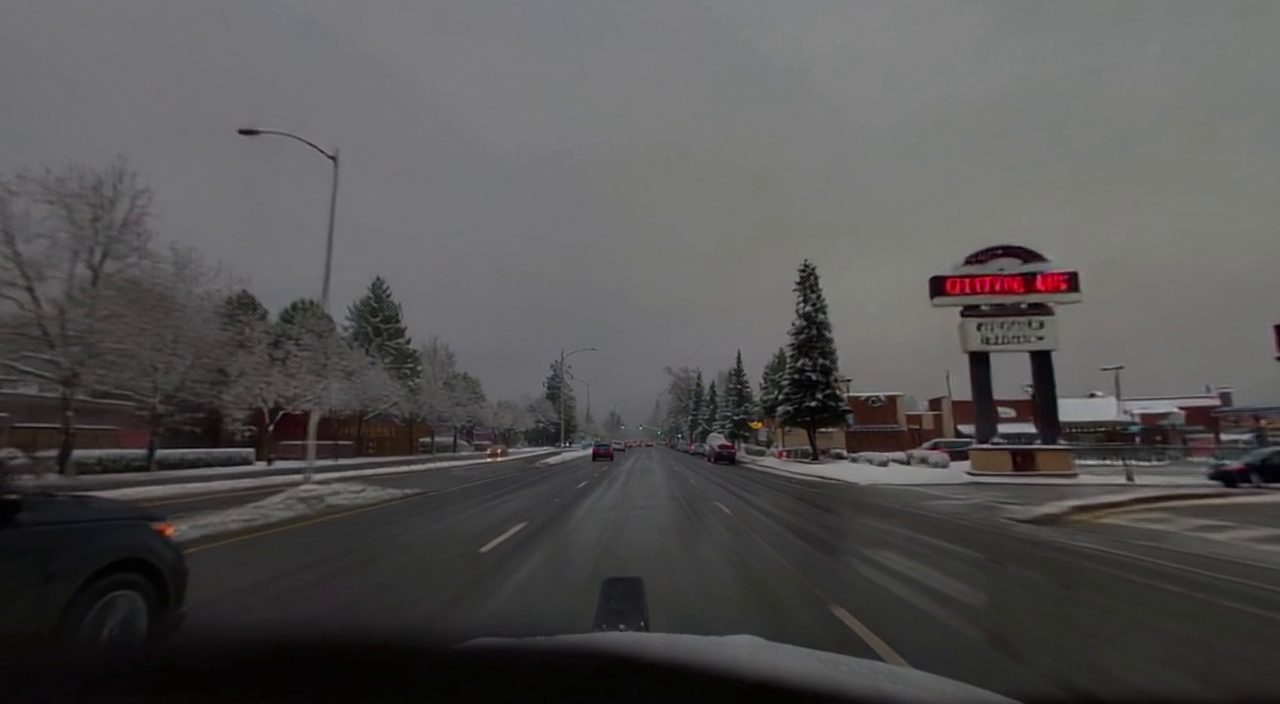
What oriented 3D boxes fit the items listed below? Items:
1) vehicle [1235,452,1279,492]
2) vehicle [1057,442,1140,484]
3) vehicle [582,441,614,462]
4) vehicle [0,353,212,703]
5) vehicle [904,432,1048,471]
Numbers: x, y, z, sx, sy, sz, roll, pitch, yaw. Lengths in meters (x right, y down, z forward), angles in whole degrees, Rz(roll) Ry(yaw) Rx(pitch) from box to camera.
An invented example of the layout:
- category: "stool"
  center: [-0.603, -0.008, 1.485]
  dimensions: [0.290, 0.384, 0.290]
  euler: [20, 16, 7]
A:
- category: "vehicle"
  center: [24.401, 4.583, 24.331]
  dimensions: [1.889, 1.399, 4.444]
  euler: [-8, -11, 43]
- category: "vehicle"
  center: [20.656, 4.919, 28.315]
  dimensions: [4.947, 1.673, 2.102]
  euler: [8, -12, -44]
- category: "vehicle"
  center: [-3.053, 7.366, 46.837]
  dimensions: [2.005, 1.446, 4.265]
  euler: [0, -8, 1]
- category: "vehicle"
  center: [-3.537, 0.705, 1.658]
  dimensions: [1.983, 1.635, 3.957]
  euler: [0, -8, 0]
- category: "vehicle"
  center: [15.977, 4.746, 30.343]
  dimensions: [1.691, 1.670, 5.790]
  euler: [4, -9, -39]
